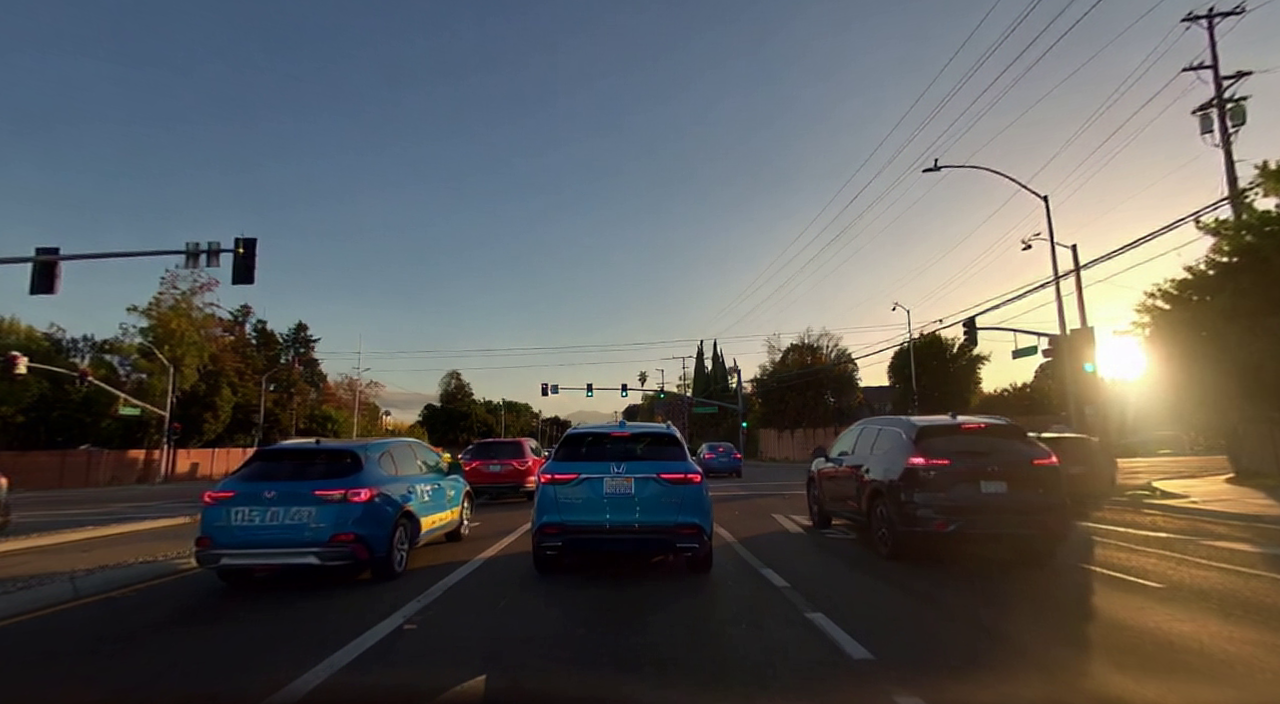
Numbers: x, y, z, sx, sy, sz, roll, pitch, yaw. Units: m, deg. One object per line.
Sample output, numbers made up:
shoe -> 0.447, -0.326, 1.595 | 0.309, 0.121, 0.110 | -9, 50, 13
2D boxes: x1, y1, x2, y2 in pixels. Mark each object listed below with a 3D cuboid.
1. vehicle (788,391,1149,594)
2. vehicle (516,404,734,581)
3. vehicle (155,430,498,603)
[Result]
vehicle -> 3.475, 1.597, 7.978 | 1.999, 1.789, 4.583 | 0, -9, -1
vehicle -> -0.119, 1.675, 8.262 | 2.111, 1.712, 4.078 | 0, -9, 1
vehicle -> -3.198, 1.752, 7.717 | 1.881, 1.466, 4.484 | 0, -9, 0
